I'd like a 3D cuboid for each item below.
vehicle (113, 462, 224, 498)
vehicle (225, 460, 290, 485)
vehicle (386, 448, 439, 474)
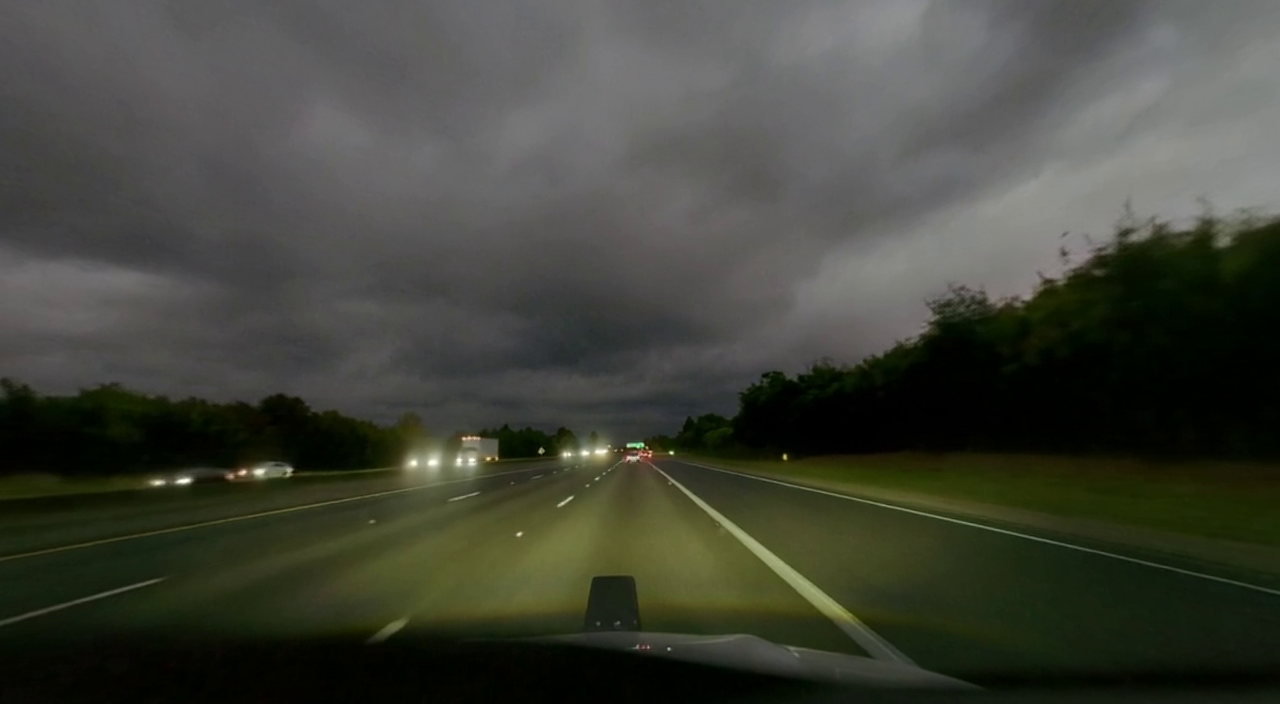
[{"bbox_3d":[-22.972,6.231,30.792,1.858,1.486,4.560,0,-9,0],"label":"vehicle"},{"bbox_3d":[-26.671,8.397,43.886,1.904,1.533,4.178,0,-9,-1],"label":"vehicle"},{"bbox_3d":[-15.775,7.576,43.745,2.106,1.697,4.344,0,-9,0],"label":"vehicle"}]
